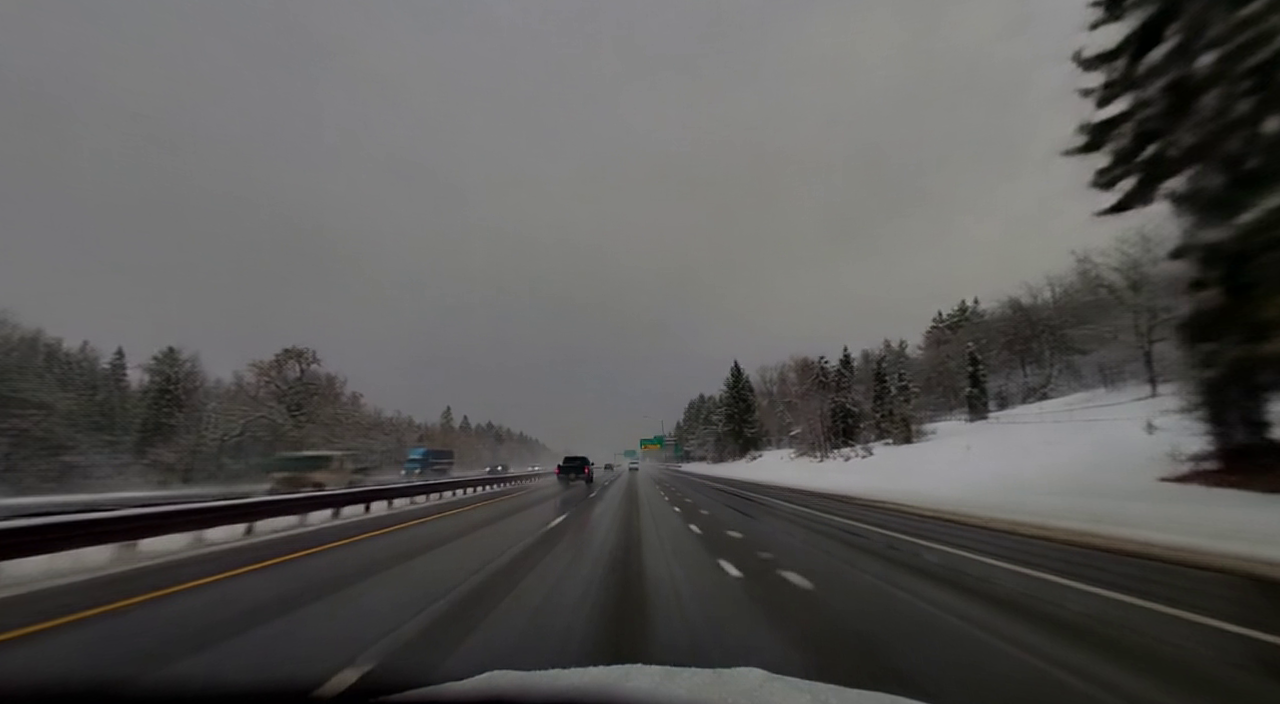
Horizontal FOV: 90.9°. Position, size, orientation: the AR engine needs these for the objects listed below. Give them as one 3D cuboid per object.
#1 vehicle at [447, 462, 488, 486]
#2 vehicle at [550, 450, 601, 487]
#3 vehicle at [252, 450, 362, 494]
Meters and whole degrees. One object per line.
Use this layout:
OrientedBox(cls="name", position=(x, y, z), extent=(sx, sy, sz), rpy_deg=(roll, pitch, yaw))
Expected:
OrientedBox(cls="vehicle", position=(-11.975, 8.480, 43.962), extent=(1.738, 1.528, 4.011), rpy_deg=(1, -10, 0))
OrientedBox(cls="vehicle", position=(-3.576, 6.639, 35.944), extent=(2.390, 1.879, 4.423), rpy_deg=(1, -10, 0))
OrientedBox(cls="vehicle", position=(-15.725, 5.737, 30.212), extent=(2.217, 1.854, 5.450), rpy_deg=(1, -10, 0))
